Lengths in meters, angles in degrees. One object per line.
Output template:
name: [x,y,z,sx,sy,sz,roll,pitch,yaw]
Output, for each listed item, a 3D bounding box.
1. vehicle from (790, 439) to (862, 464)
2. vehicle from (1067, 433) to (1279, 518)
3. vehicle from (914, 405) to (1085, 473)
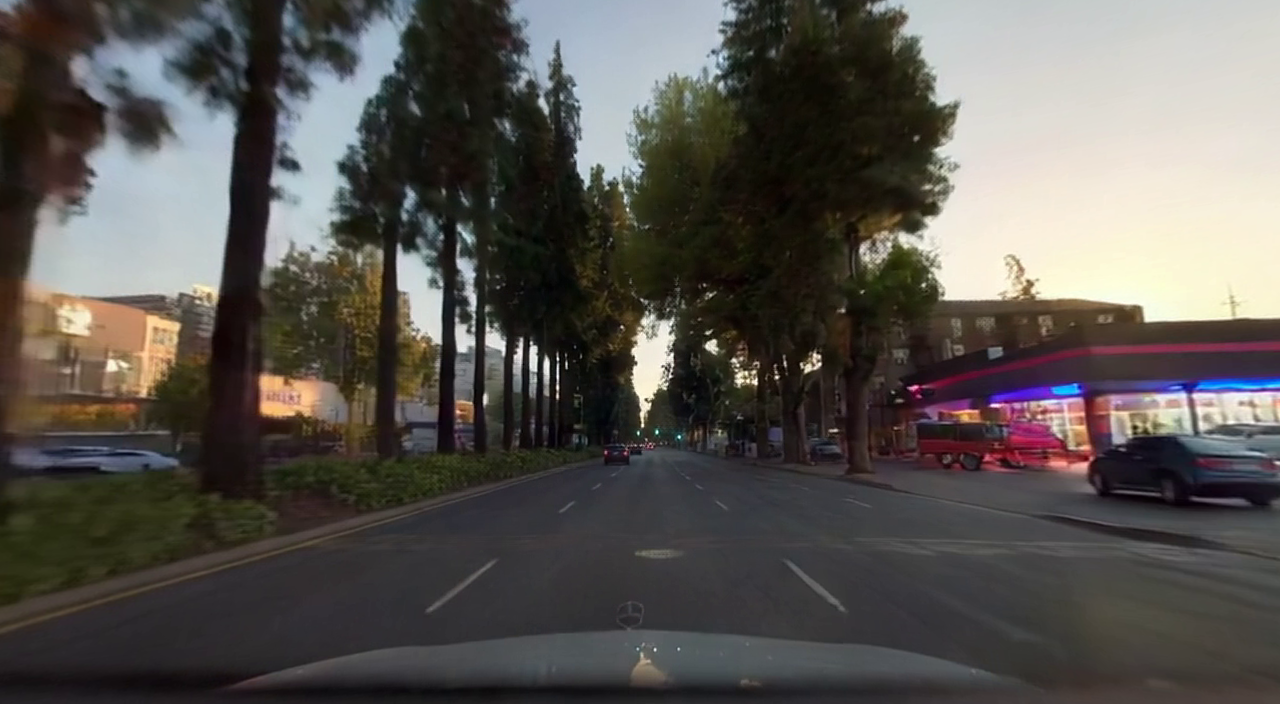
vehicle: [12.918,6.903,43.811,4.359,1.656,1.894,2,-9,-13]
vehicle: [11.656,2.528,13.512,1.967,1.500,4.353,-1,-8,1]
vehicle: [15.225,3.728,26.999,5.820,2.752,2.234,0,-8,-1]
